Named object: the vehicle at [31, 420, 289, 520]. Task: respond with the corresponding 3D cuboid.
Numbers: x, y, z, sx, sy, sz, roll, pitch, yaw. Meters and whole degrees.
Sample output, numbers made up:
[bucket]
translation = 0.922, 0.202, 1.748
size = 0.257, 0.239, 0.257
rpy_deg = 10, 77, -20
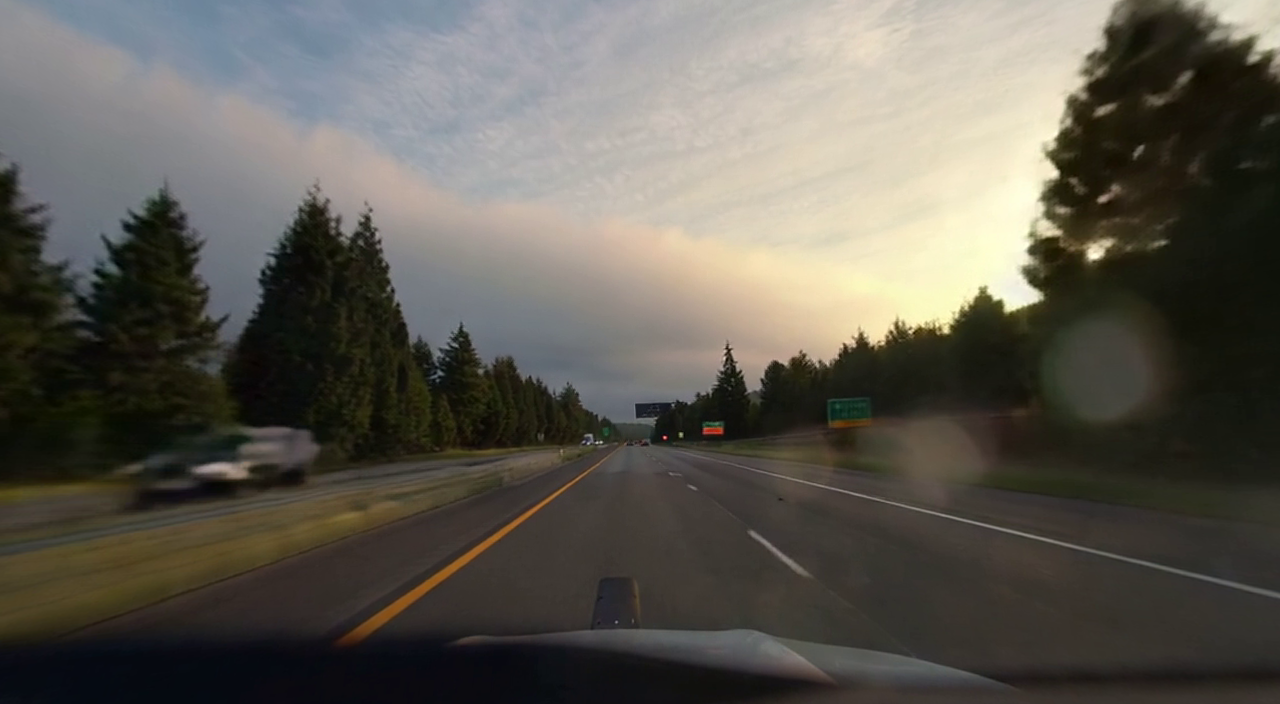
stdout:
[vehicle]
translation = -9.647, 2.385, 13.275
size = 1.927, 1.703, 4.488
rpy_deg = 0, -8, -1
